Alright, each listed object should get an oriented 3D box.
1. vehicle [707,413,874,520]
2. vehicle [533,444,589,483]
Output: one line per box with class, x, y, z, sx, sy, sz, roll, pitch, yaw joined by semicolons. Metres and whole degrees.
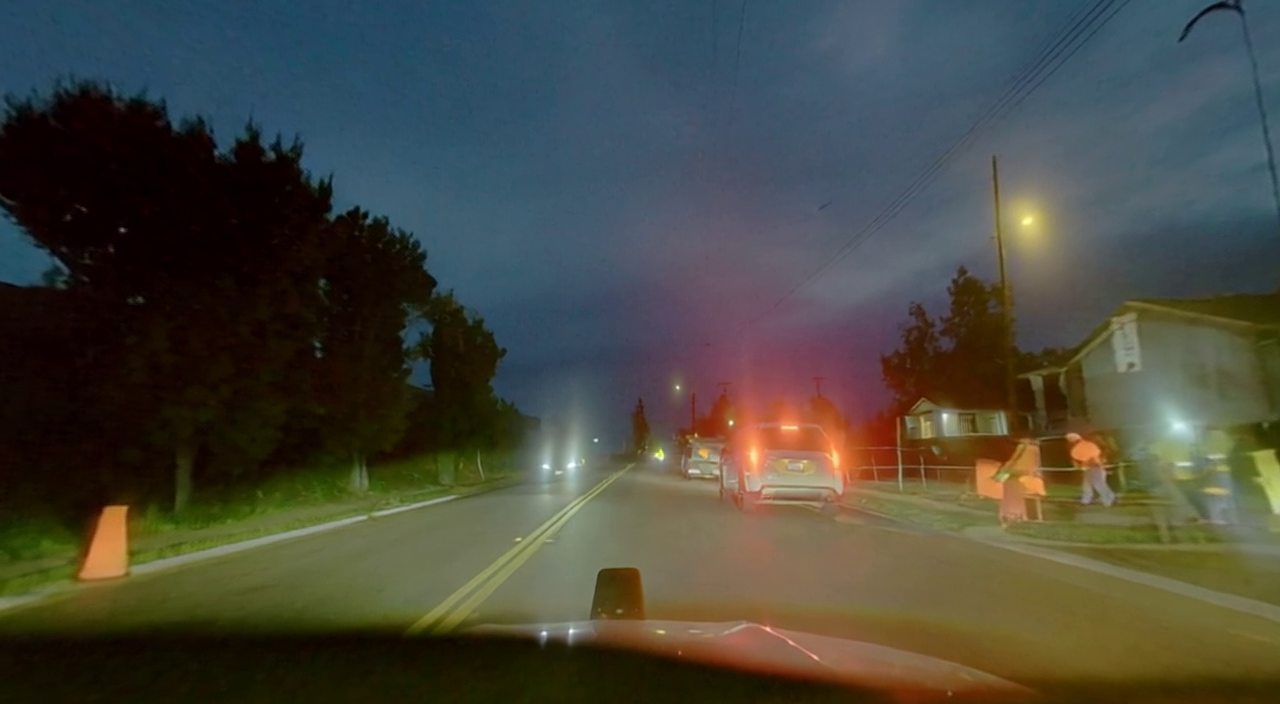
vehicle;3.357;2.786;15.865;2.759;2.114;6.152;0;-9;1
vehicle;-3.658;5.270;30.121;2.078;1.716;4.367;0;-9;1
